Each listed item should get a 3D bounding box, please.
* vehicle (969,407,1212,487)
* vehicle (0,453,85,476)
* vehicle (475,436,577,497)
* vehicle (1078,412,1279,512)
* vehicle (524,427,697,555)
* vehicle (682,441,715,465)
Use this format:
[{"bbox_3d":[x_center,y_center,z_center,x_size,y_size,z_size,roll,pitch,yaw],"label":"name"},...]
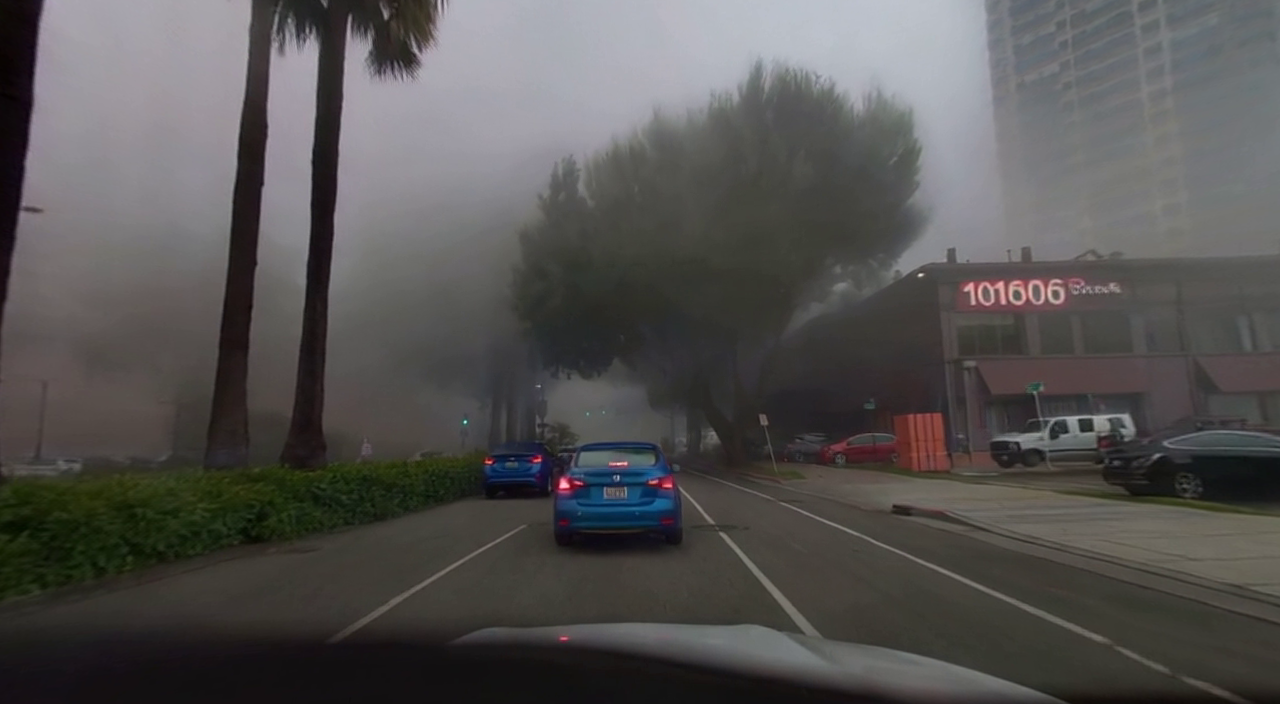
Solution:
[{"bbox_3d":[12.866,2.772,18.406,5.187,1.962,2.196,-3,-9,4],"label":"vehicle"},{"bbox_3d":[-41.659,7.812,43.915,4.261,1.507,1.977,0,-9,0],"label":"vehicle"},{"bbox_3d":[-3.110,3.227,18.199,2.071,1.544,4.383,0,-9,1],"label":"vehicle"},{"bbox_3d":[12.638,2.214,13.247,5.188,1.805,2.228,-2,-8,-3],"label":"vehicle"},{"bbox_3d":[-0.327,1.902,9.256,2.004,1.465,3.713,0,-9,0],"label":"vehicle"},{"bbox_3d":[4.312,7.498,47.157,2.039,1.701,4.223,0,-9,0],"label":"vehicle"}]
